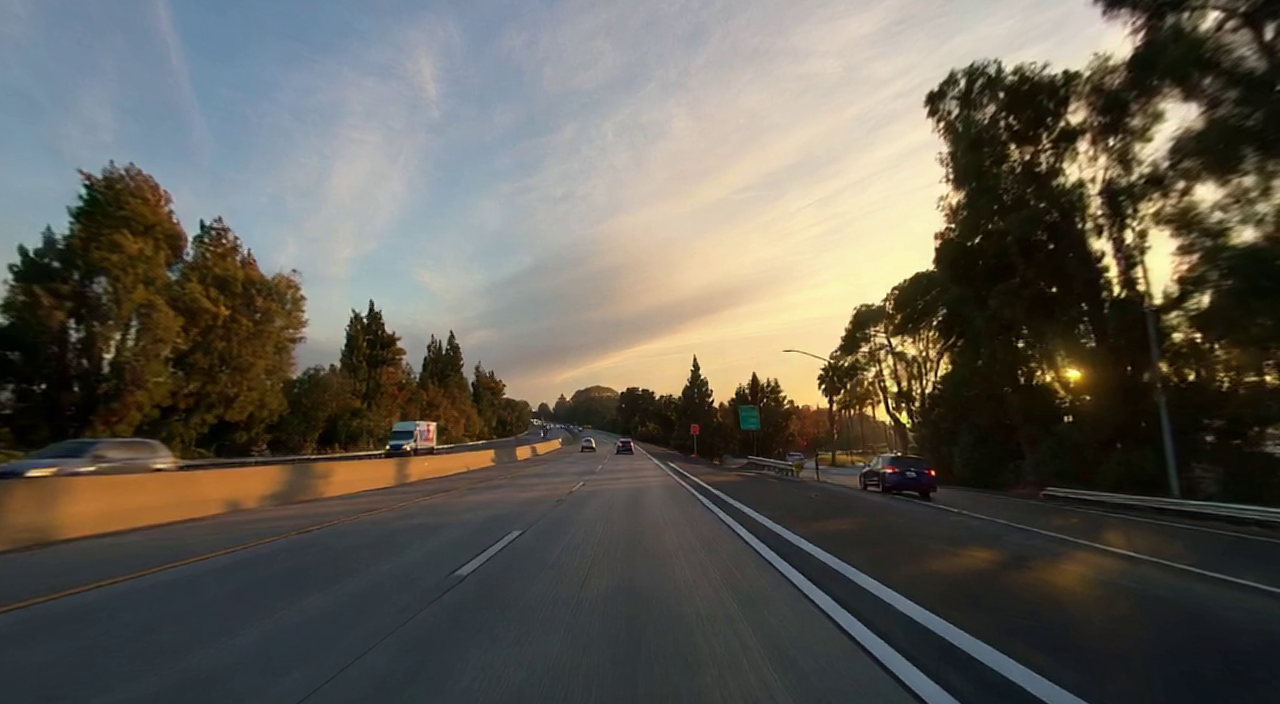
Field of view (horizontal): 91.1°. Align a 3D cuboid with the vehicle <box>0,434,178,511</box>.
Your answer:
[{"bbox_3d":[-13.350,2.658,14.389,2.027,1.464,4.568,0,-8,0],"label":"vehicle"}]

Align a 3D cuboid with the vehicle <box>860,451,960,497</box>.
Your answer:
[{"bbox_3d":[9.997,4.515,23.723,2.037,1.487,4.962,1,-9,6],"label":"vehicle"}]
